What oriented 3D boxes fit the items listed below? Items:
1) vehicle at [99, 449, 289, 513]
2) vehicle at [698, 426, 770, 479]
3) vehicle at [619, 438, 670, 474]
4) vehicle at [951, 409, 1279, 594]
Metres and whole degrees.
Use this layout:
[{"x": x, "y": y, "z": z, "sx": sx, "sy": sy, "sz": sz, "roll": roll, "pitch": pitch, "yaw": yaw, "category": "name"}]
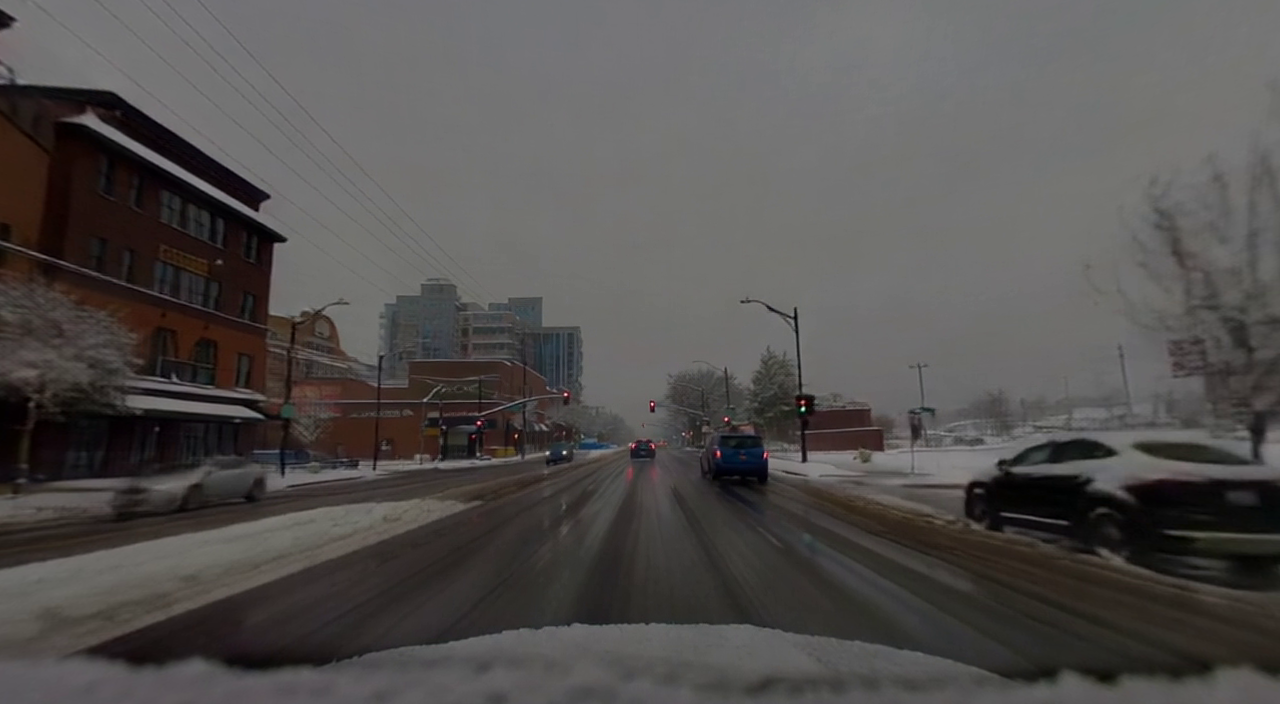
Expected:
[{"x": -12.072, "y": 3.471, "z": 17.555, "sx": 2.023, "sy": 1.496, "sz": 4.529, "roll": 0, "pitch": -9, "yaw": -1, "category": "vehicle"}, {"x": 3.724, "y": 4.117, "z": 25.921, "sx": 2.159, "sy": 1.938, "sz": 4.836, "roll": 0, "pitch": -9, "yaw": 0, "category": "vehicle"}, {"x": 0.234, "y": 4.883, "z": 29.817, "sx": 2.245, "sy": 1.587, "sz": 4.094, "roll": 0, "pitch": -9, "yaw": 1, "category": "vehicle"}, {"x": 6.671, "y": 1.943, "z": 9.052, "sx": 2.056, "sy": 1.877, "sz": 4.597, "roll": -3, "pitch": -9, "yaw": 2, "category": "vehicle"}]
